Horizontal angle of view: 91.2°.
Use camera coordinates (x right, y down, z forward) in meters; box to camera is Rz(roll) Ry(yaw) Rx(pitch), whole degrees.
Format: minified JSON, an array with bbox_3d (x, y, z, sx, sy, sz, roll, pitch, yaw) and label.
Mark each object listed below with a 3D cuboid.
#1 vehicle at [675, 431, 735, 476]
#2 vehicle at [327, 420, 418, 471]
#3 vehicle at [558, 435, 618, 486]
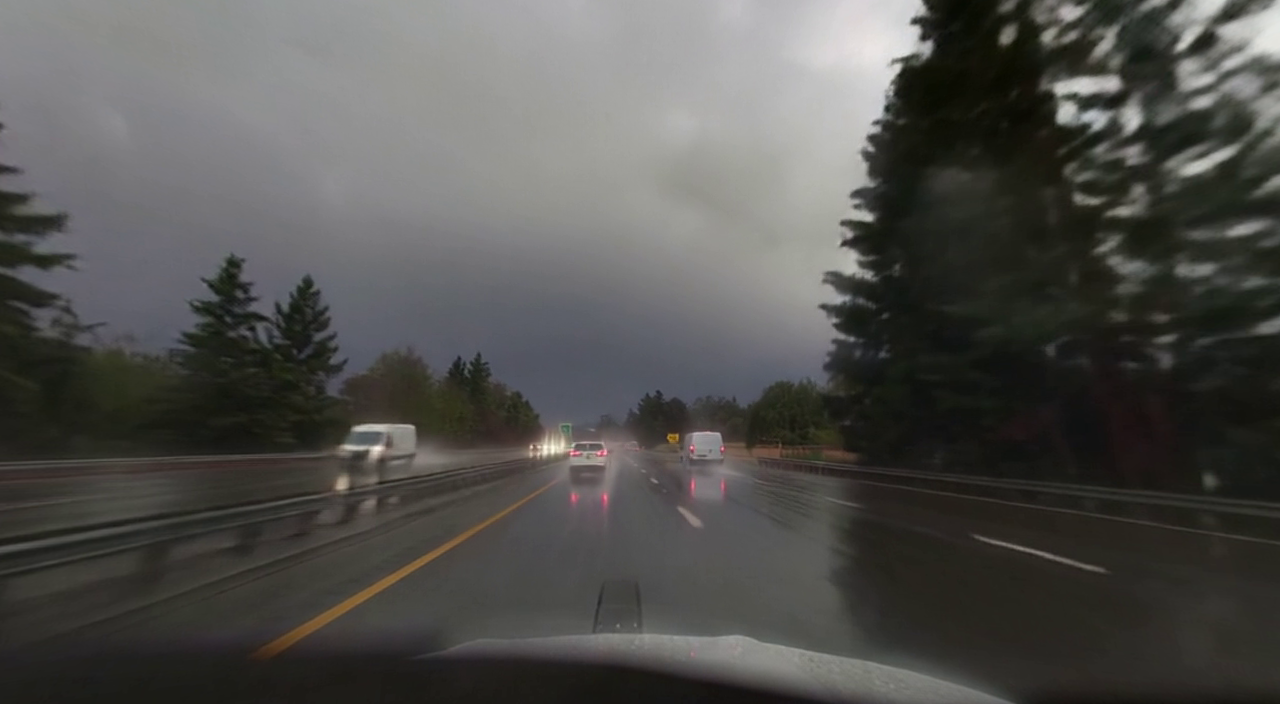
[{"bbox_3d":[3.002,4.852,30.057,2.179,1.930,4.538,0,-9,-3],"label":"vehicle"},{"bbox_3d":[-14.756,5.252,35.122,2.445,2.526,6.227,0,-9,-2],"label":"vehicle"},{"bbox_3d":[-1.833,3.997,23.354,1.963,1.711,4.284,0,-9,-1],"label":"vehicle"}]
